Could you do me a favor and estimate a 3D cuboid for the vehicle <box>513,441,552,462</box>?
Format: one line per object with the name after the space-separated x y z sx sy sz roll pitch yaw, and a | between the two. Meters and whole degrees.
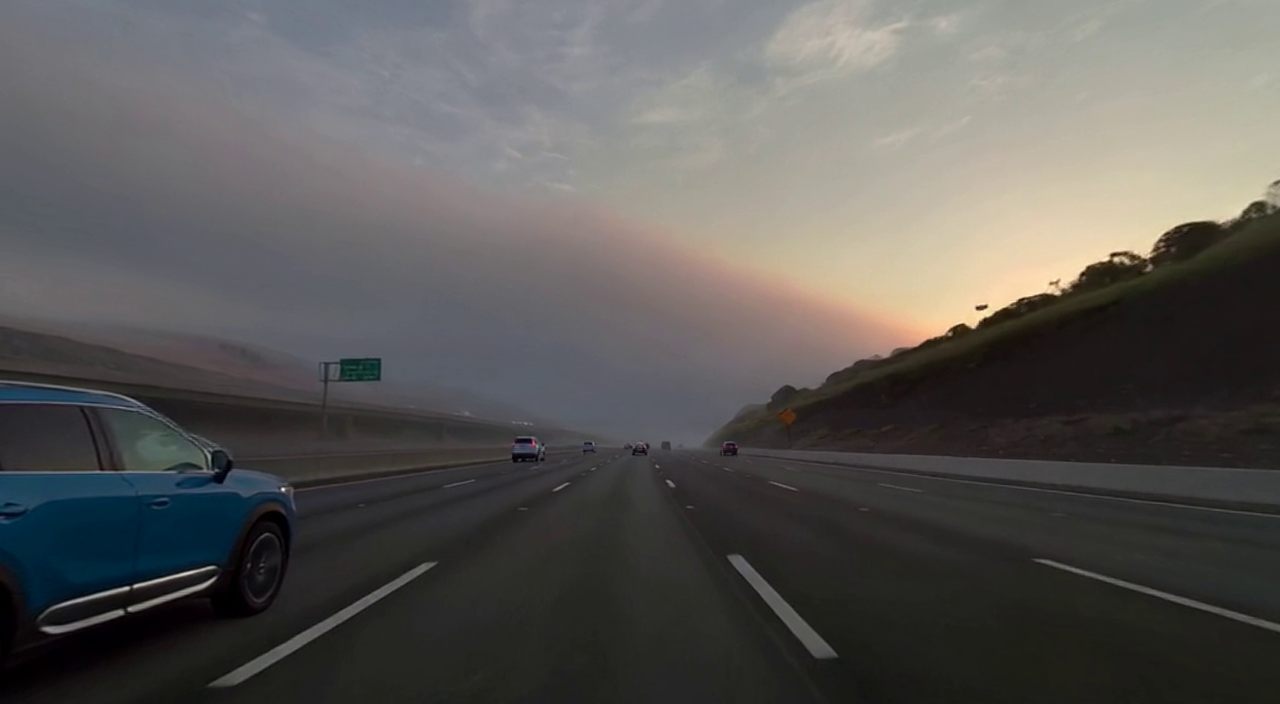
-7.931 7.390 47.144 2.054 1.474 4.450 0 -9 1 | vehicle

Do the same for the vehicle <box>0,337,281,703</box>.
-3.643 0.756 2.249 2.047 1.715 4.689 0 -9 -1 | vehicle
